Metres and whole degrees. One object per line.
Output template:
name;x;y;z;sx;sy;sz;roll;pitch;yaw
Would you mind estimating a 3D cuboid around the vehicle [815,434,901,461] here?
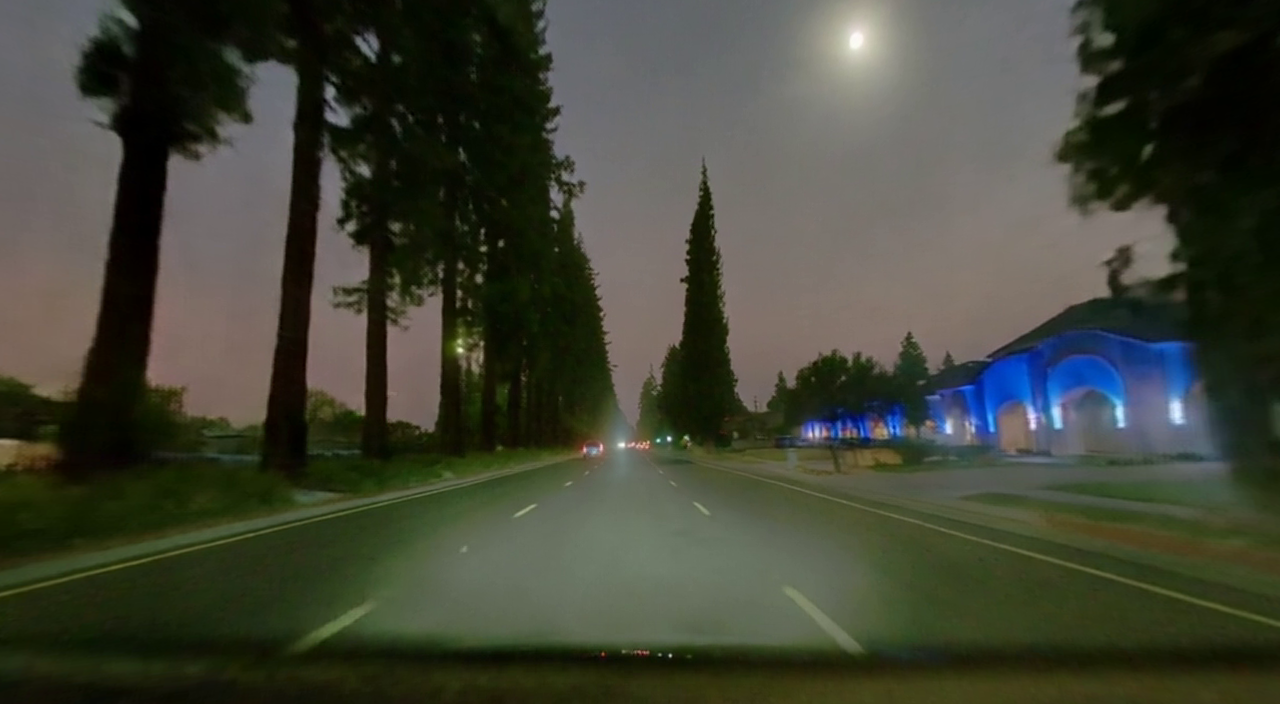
vehicle;12.285;5.394;35.542;4.630;1.461;1.817;5;-9;-27
